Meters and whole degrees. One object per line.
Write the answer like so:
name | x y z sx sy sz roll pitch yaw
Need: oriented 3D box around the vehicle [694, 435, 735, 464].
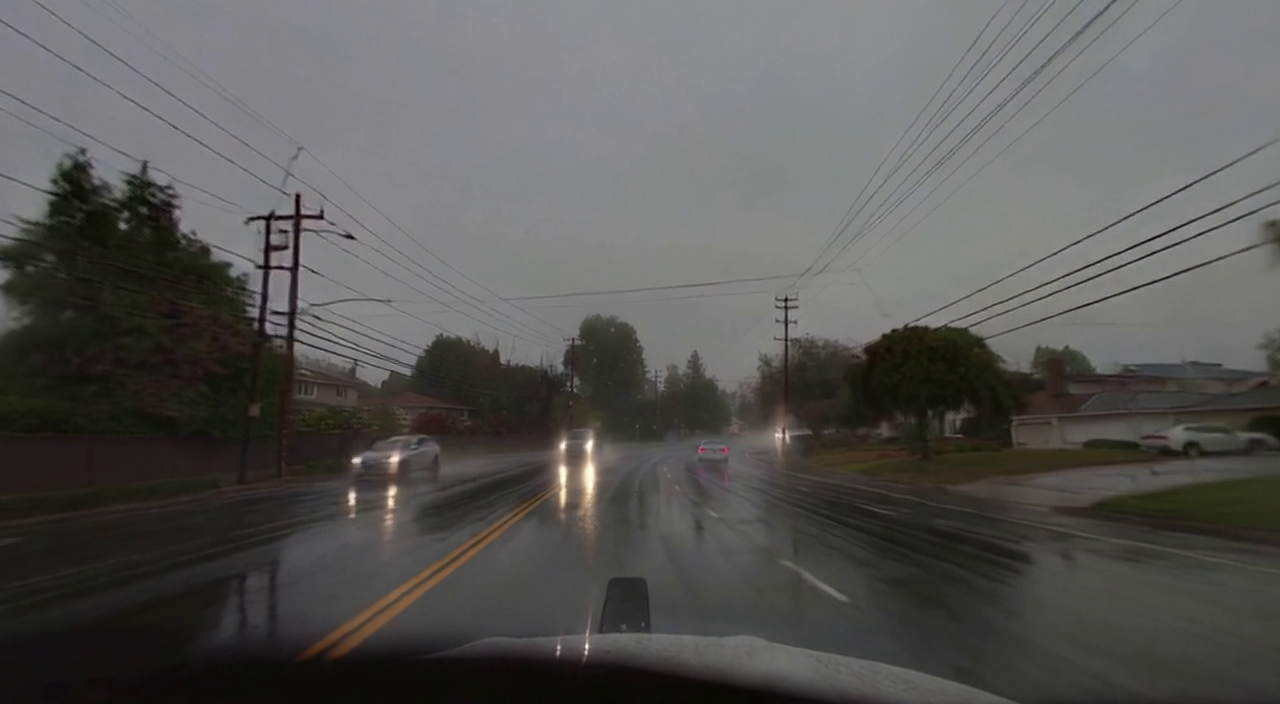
vehicle | 3.996 5.335 34.433 1.982 1.451 4.152 -1 -9 3

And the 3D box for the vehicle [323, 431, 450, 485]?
vehicle | -7.789 3.325 19.976 2.019 1.476 4.786 0 -9 0

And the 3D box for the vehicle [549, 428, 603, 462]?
vehicle | -3.551 5.305 35.848 2.191 1.771 4.981 -1 -9 4

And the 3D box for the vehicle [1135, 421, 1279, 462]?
vehicle | 22.504 3.523 24.809 4.444 1.479 1.913 0 -8 -2
